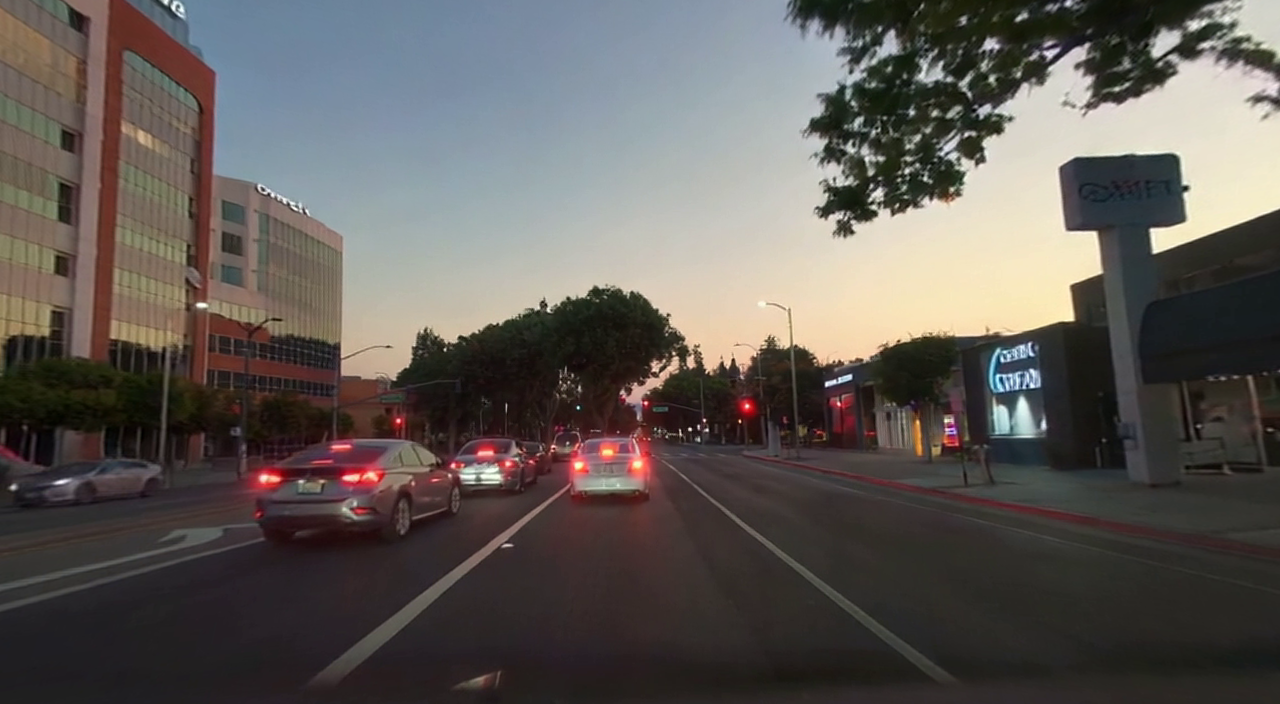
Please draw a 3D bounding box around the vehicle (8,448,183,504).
[{"bbox_3d":[-19.005,4.285,22.460,2.054,1.724,4.829,0,-9,-3],"label":"vehicle"}]

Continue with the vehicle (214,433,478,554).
[{"bbox_3d":[-4.161,2.060,9.988,2.020,1.457,4.496,0,-9,0],"label":"vehicle"}]

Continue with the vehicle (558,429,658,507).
[{"bbox_3d":[-0.665,2.662,14.873,2.042,1.555,3.912,0,-9,0],"label":"vehicle"}]

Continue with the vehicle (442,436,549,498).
[{"bbox_3d":[-3.768,3.073,17.258,1.950,1.487,4.130,0,-9,0],"label":"vehicle"}]
